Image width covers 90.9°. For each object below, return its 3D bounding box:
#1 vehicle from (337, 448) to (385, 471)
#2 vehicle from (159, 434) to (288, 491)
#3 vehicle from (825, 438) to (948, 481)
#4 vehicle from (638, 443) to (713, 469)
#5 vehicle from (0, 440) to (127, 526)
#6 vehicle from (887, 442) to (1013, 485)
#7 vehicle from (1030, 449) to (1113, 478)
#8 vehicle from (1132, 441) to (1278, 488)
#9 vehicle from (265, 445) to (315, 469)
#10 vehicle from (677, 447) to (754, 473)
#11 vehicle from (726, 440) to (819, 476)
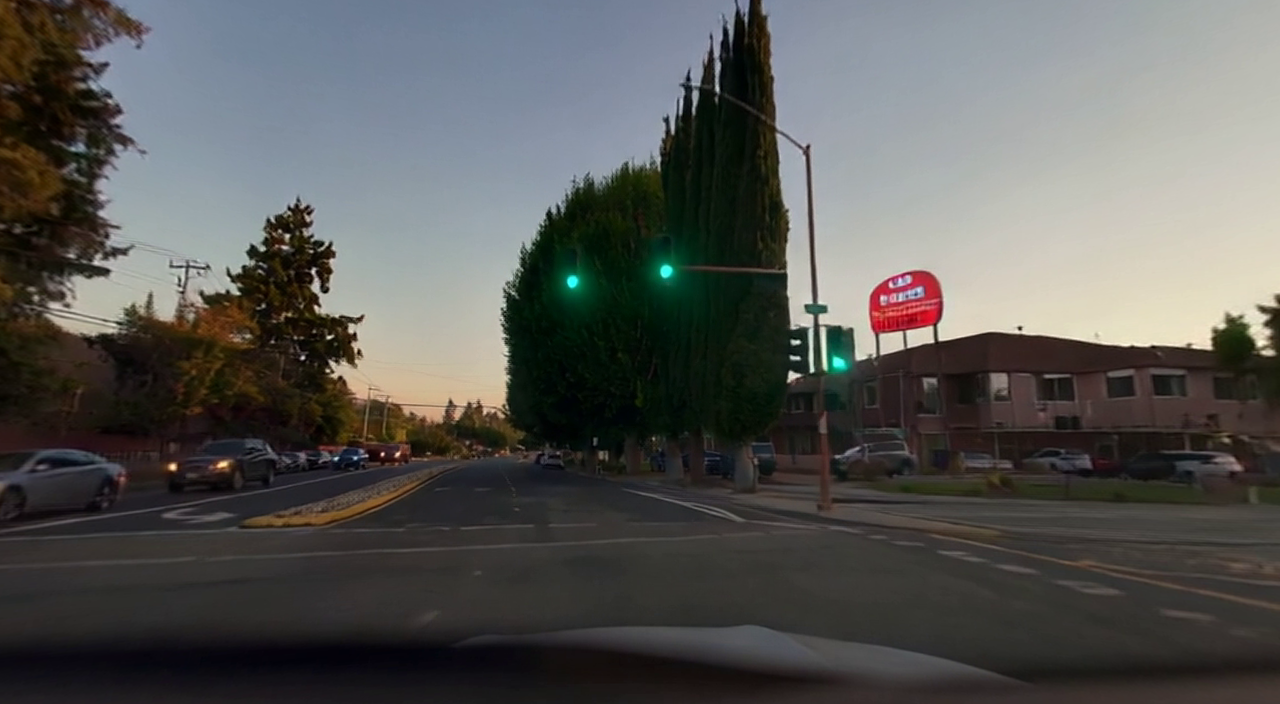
[{"bbox_3d":[-18.749,7.195,42.498,1.951,1.436,4.624,2,-9,-11],"label":"vehicle"},{"bbox_3d":[-14.831,3.937,22.892,2.049,1.817,5.292,2,-9,-12],"label":"vehicle"},{"bbox_3d":[11.503,4.962,29.401,5.314,1.829,2.018,3,-9,-23],"label":"vehicle"},{"bbox_3d":[2.468,7.246,44.107,4.843,1.748,1.985,2,-9,-16],"label":"vehicle"},{"bbox_3d":[-12.392,2.440,11.932,1.961,1.492,4.702,1,-9,-9],"label":"vehicle"},{"bbox_3d":[13.023,4.646,26.580,4.375,1.685,2.045,2,-9,-14],"label":"vehicle"},{"bbox_3d":[23.387,6.007,34.168,4.324,1.437,1.865,5,-10,-29],"label":"vehicle"},{"bbox_3d":[22.058,4.368,24.653,4.530,1.696,1.979,2,-9,-15],"label":"vehicle"},{"bbox_3d":[-27.398,8.232,49.534,1.882,1.706,4.938,0,-9,-10],"label":"vehicle"},{"bbox_3d":[4.586,6.494,38.179,4.257,1.474,1.751,3,-9,-20],"label":"vehicle"},{"bbox_3d":[6.986,5.542,33.166,4.669,1.770,1.896,5,-10,-30],"label":"vehicle"}]
